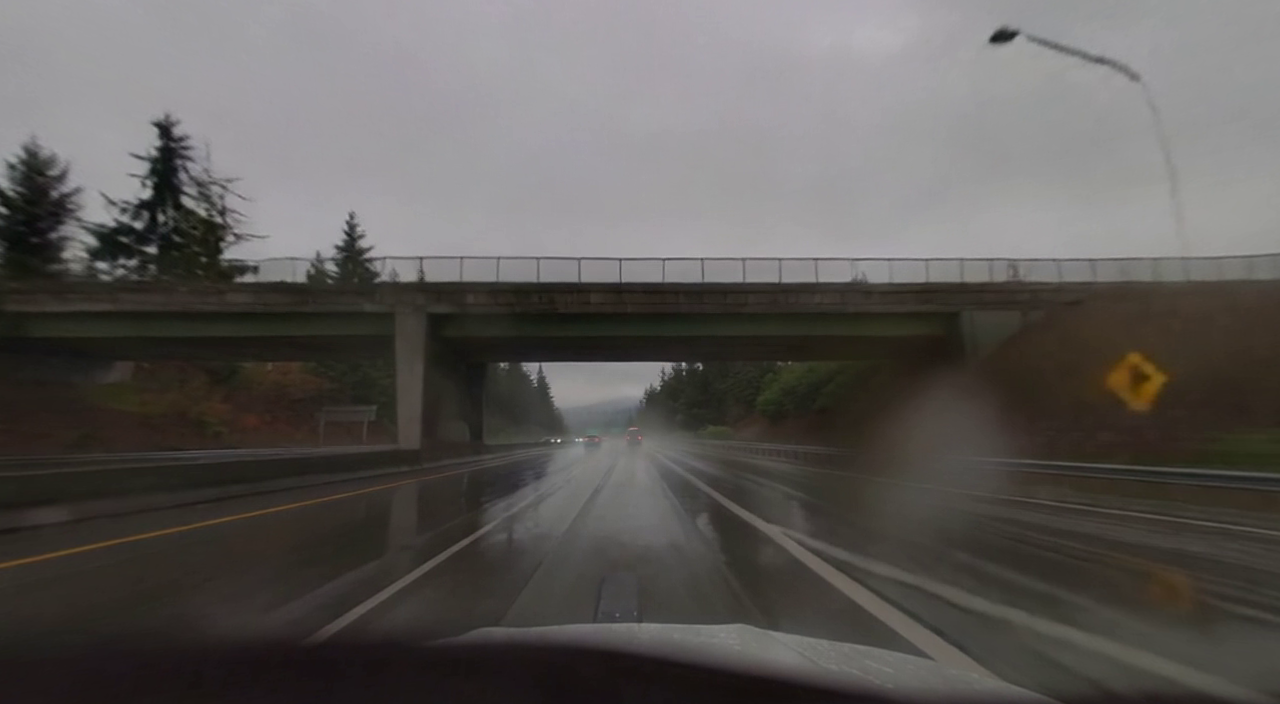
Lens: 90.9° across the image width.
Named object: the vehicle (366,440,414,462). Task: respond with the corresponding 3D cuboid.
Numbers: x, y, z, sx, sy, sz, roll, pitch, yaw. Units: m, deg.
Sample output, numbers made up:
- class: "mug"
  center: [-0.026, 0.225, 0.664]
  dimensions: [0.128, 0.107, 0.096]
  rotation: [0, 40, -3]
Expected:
- class: "vehicle"
  center: [-17.257, 6.869, 43.717]
  dimensions: [1.821, 1.444, 3.731]
  rotation: [0, -8, 0]
